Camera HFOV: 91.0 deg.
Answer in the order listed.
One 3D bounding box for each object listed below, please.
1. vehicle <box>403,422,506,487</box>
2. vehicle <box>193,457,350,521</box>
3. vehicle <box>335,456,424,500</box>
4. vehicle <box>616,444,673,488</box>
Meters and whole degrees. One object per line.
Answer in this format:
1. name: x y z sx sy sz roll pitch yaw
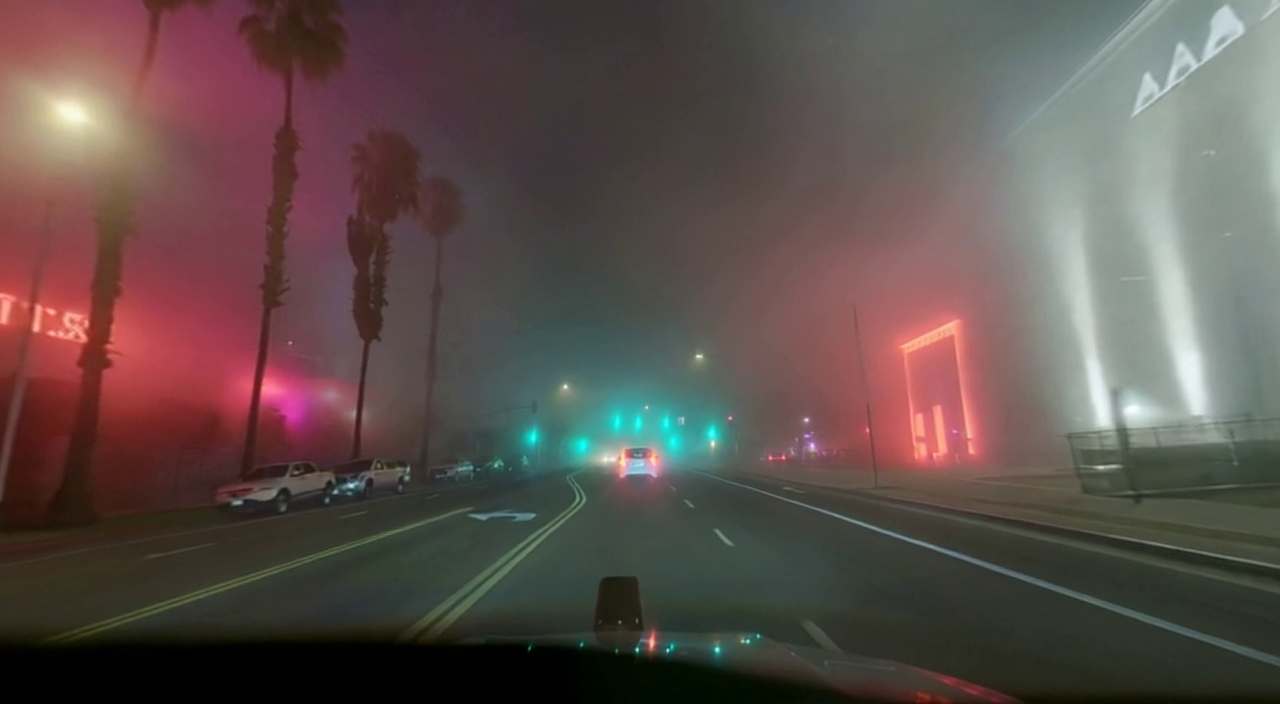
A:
1. vehicle: -12.028 6.838 42.424 3.058 3.443 12.503 -5 -9 0
2. vehicle: -12.228 4.520 21.391 2.308 1.839 4.793 -1 -9 2
3. vehicle: -12.006 5.779 29.394 1.981 1.803 4.835 0 -9 1
4. vehicle: 0.176 4.604 25.735 2.145 1.632 3.972 0 -9 1
